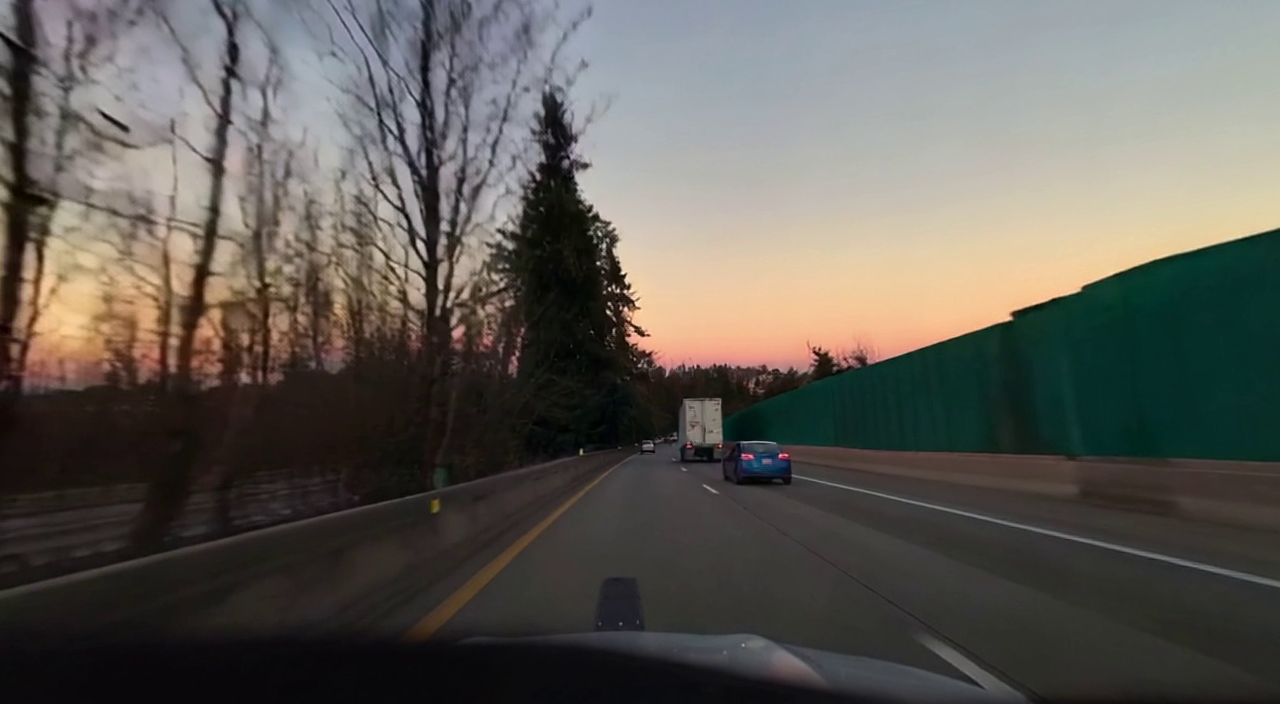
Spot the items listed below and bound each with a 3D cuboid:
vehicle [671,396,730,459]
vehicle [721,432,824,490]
[{"bbox_3d":[4.400,6.169,49.876,3.255,4.142,16.256,0,-8,1],"label":"vehicle"},{"bbox_3d":[3.736,3.161,18.628,2.000,1.473,4.440,0,-8,-1],"label":"vehicle"}]
